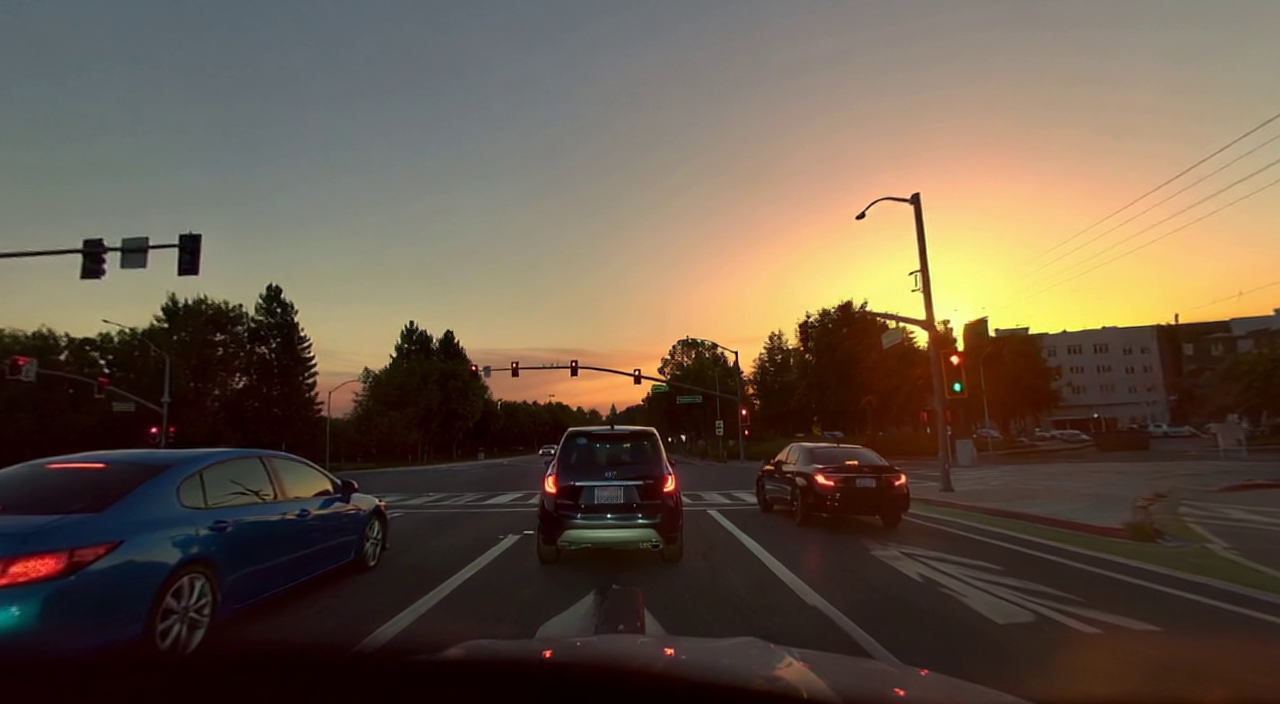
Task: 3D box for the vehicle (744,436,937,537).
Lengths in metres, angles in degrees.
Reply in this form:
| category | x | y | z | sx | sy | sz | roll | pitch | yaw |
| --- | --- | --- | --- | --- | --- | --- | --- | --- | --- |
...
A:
| category | x | y | z | sx | sy | sz | roll | pitch | yaw |
| --- | --- | --- | --- | --- | --- | --- | --- | --- | --- |
| vehicle | 3.278 | 2.280 | 11.414 | 1.970 | 1.449 | 4.433 | 0 | -8 | -1 |

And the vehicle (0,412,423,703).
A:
| category | x | y | z | sx | sy | sz | roll | pitch | yaw |
| --- | --- | --- | --- | --- | --- | --- | --- | --- | --- |
| vehicle | -3.578 | 1.347 | 5.150 | 2.052 | 1.472 | 4.479 | 0 | -8 | 0 |

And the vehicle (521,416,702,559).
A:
| category | x | y | z | sx | sy | sz | roll | pitch | yaw |
| --- | --- | --- | --- | --- | --- | --- | --- | --- | --- |
| vehicle | -0.342 | 1.826 | 9.143 | 2.038 | 1.599 | 3.844 | 0 | -8 | -1 |
